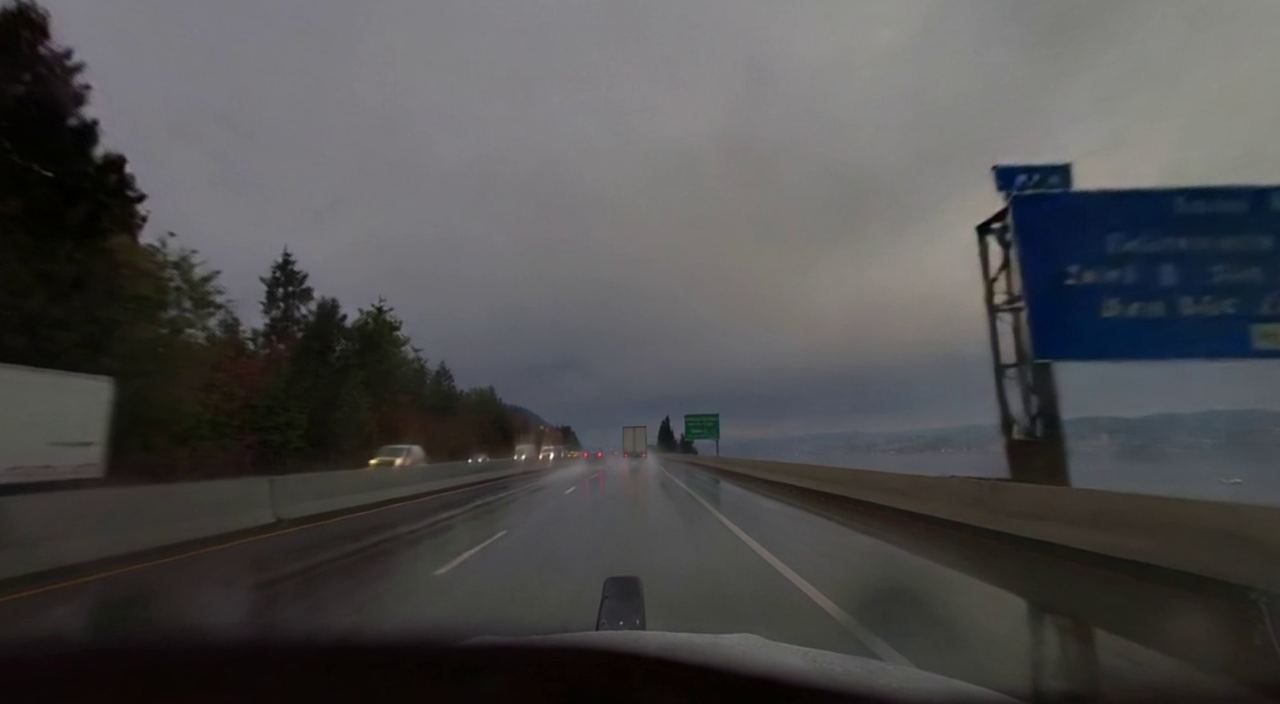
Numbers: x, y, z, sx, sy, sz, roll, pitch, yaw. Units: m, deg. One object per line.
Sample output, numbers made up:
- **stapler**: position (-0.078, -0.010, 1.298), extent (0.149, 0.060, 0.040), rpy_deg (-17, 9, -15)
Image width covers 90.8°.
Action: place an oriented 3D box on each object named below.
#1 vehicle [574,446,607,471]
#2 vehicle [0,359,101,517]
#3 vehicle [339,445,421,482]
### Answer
- **vehicle**: position (-3.523, 7.730, 45.840), extent (2.081, 1.682, 4.425), rpy_deg (0, -9, 0)
- **vehicle**: position (-17.345, 1.467, 11.461), extent (2.995, 3.876, 13.745), rpy_deg (0, -9, 0)
- **vehicle**: position (-13.084, 5.630, 32.155), extent (2.129, 1.728, 4.816), rpy_deg (0, -9, 0)
